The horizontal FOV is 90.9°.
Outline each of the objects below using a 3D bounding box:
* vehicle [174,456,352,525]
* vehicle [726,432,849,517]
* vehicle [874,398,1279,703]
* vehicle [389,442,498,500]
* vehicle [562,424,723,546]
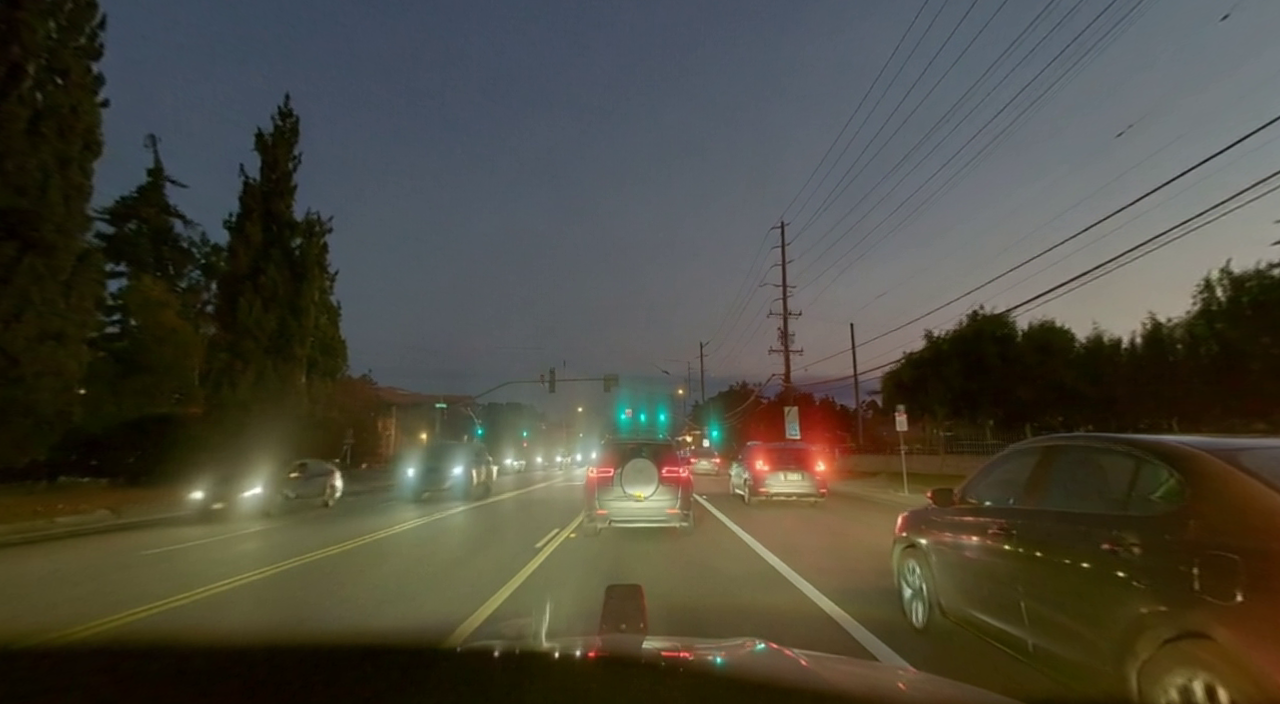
[{"bbox_3d":[-9.409,3.448,16.252,1.854,1.459,4.288,0,-8,1],"label":"vehicle"},{"bbox_3d":[3.272,2.785,14.872,1.914,1.698,4.049,0,-8,0],"label":"vehicle"},{"bbox_3d":[2.856,1.037,2.878,1.950,1.487,4.275,0,-8,1],"label":"vehicle"},{"bbox_3d":[-6.430,3.917,21.255,2.218,1.722,4.397,0,-8,0],"label":"vehicle"},{"bbox_3d":[0.047,2.139,10.784,2.200,1.653,4.127,0,-8,1],"label":"vehicle"}]
